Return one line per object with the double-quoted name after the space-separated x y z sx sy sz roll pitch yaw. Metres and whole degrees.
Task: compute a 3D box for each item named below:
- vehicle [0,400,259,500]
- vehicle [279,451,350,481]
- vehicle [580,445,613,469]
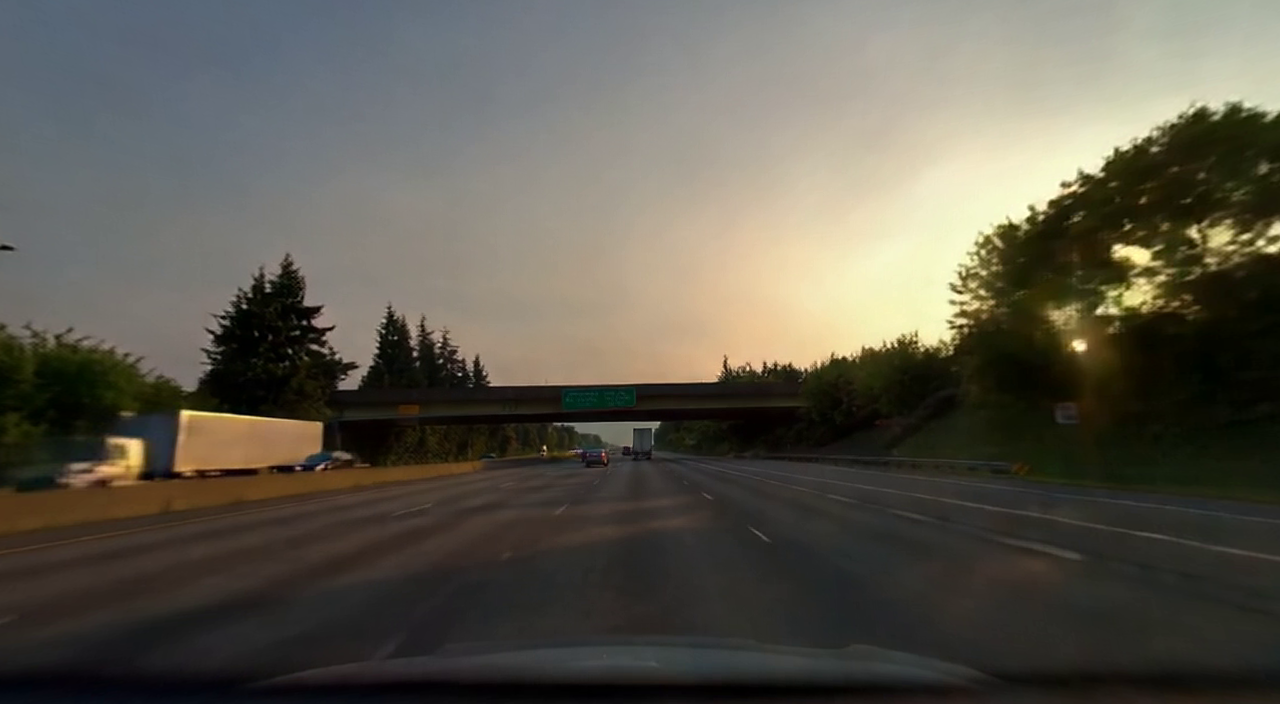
-23.659 4.733 30.628 3.453 3.942 10.998 0 -9 0 "vehicle"
-19.158 6.687 37.343 1.955 1.634 4.185 0 -9 0 "vehicle"
-3.267 8.018 48.377 2.160 1.724 4.997 0 -9 0 "vehicle"
